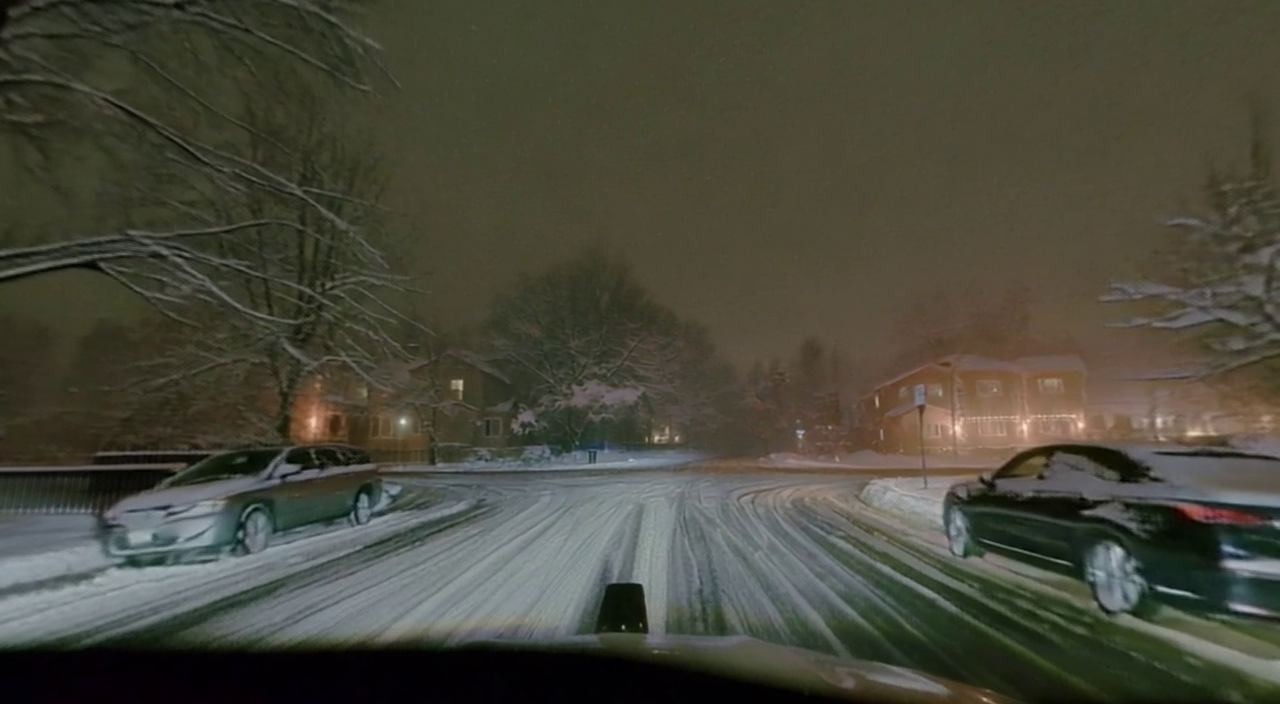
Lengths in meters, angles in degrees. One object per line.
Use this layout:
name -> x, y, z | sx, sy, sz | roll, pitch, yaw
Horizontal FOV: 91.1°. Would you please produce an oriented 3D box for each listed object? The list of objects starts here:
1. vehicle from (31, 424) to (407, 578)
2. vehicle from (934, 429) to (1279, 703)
vehicle -> -5.365, 1.999, 9.029 | 1.943, 1.433, 4.717 | -6, -11, 4
vehicle -> 4.434, 1.408, 5.306 | 1.931, 1.395, 4.793 | 1, -8, 5
